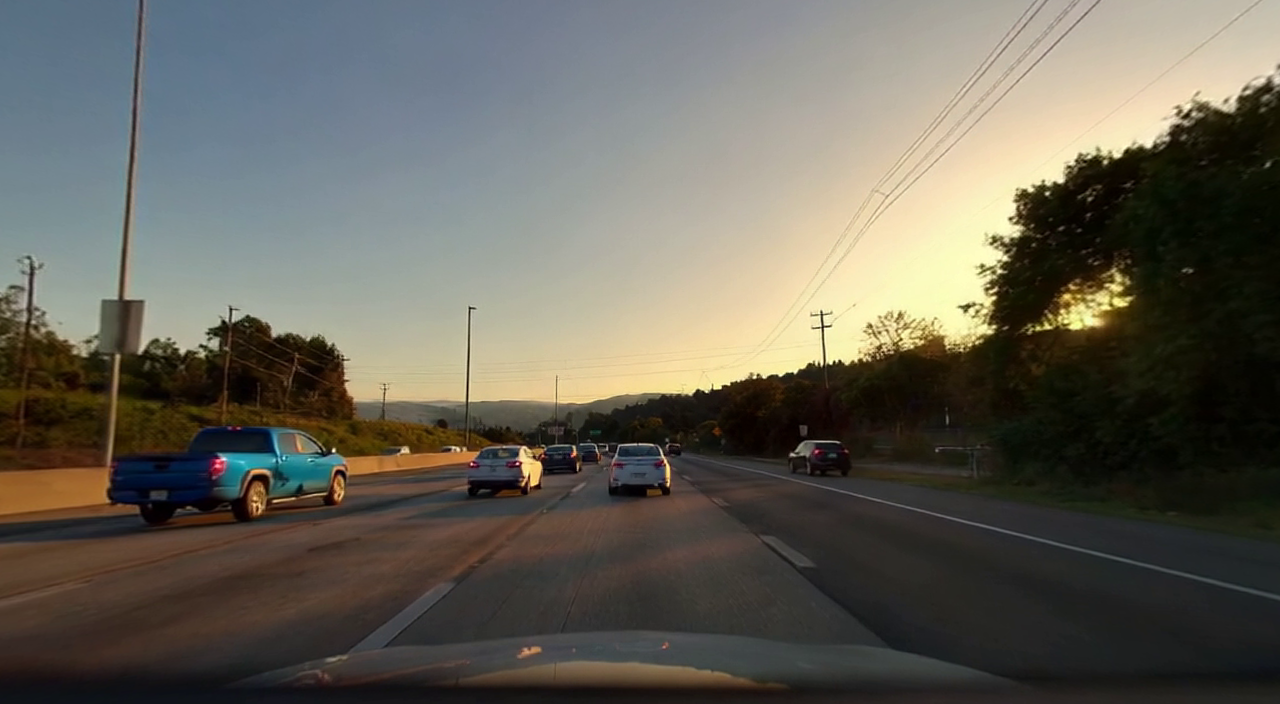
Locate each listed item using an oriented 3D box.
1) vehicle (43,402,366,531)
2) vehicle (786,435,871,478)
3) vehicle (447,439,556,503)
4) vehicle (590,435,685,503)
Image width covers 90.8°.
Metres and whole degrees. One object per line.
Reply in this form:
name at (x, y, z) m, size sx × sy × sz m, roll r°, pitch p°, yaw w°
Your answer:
vehicle at (-7.817, 2.151, 12.400) m, size 2.194 × 1.922 × 5.637 m, roll 0°, pitch -8°, yaw 2°
vehicle at (8.139, 4.570, 27.808) m, size 2.205 × 1.701 × 4.601 m, roll 0°, pitch -8°, yaw -1°
vehicle at (-3.455, 3.046, 16.636) m, size 1.899 × 1.437 × 4.131 m, roll 0°, pitch -8°, yaw 1°
vehicle at (-0.085, 2.951, 16.374) m, size 2.102 × 1.499 × 4.439 m, roll 0°, pitch -8°, yaw -1°
